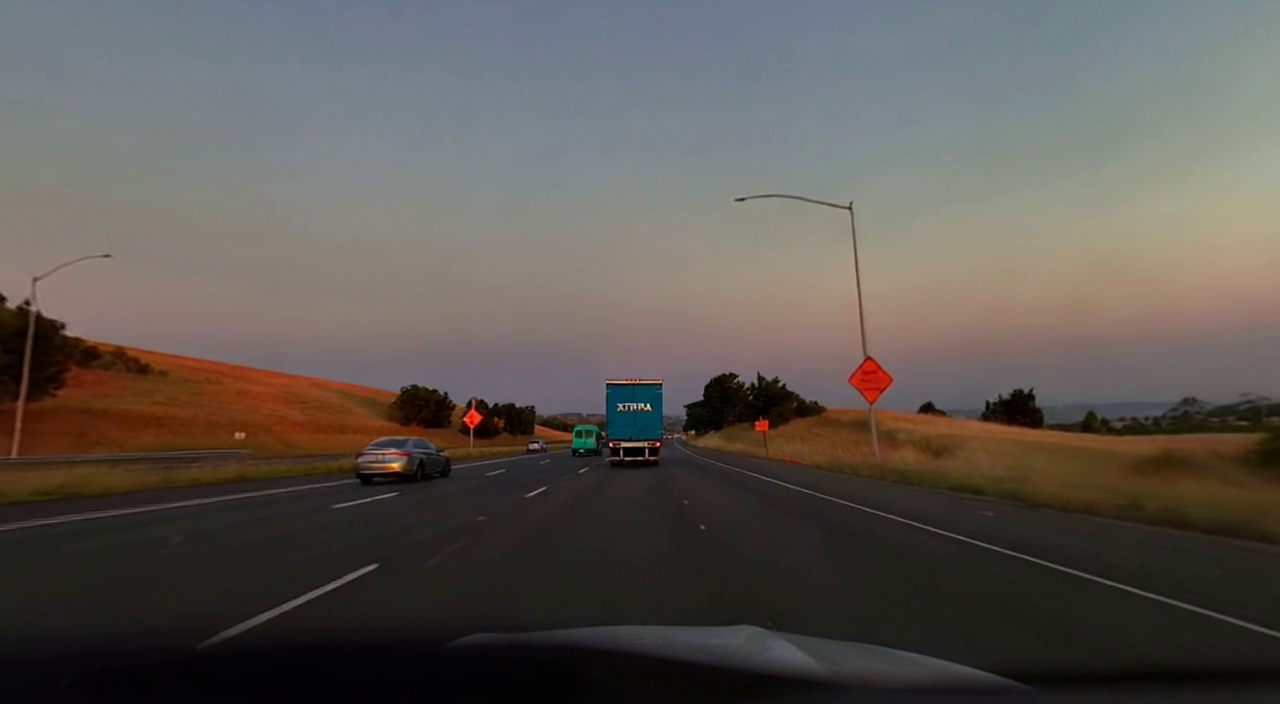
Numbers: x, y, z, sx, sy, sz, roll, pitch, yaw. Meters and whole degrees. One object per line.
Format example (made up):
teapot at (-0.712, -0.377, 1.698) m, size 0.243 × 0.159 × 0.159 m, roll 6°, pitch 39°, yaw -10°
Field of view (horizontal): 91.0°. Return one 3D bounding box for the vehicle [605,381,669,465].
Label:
vehicle at (-0.197, 4.405, 36.289) m, size 3.183 × 4.011 × 9.617 m, roll -1°, pitch -11°, yaw 0°

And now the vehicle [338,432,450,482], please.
vehicle at (-8.344, 3.600, 21.857) m, size 1.915 × 1.506 × 4.594 m, roll 0°, pitch -8°, yaw 2°
